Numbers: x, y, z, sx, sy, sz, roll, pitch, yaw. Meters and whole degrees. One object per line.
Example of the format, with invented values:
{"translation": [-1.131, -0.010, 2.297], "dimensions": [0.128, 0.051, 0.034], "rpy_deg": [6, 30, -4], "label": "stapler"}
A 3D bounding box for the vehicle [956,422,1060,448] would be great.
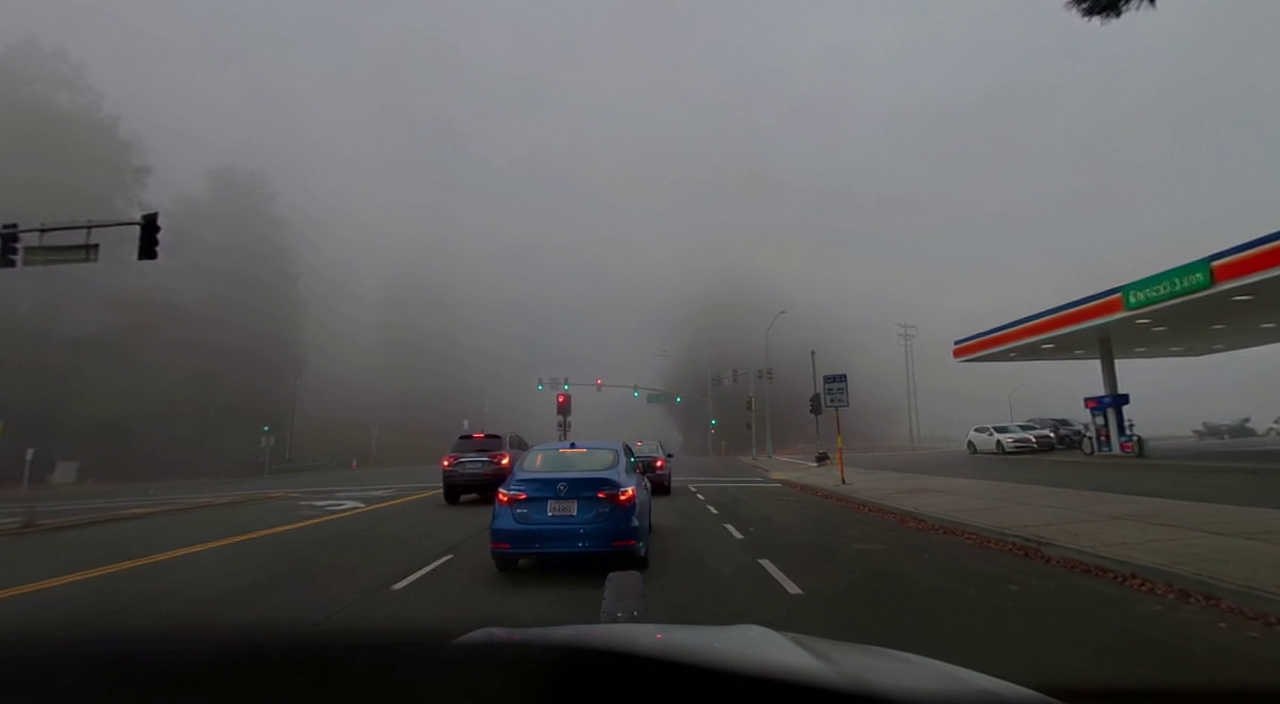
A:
{"translation": [21.905, 4.994, 37.763], "dimensions": [4.874, 1.502, 2.048], "rpy_deg": [0, -8, 1], "label": "vehicle"}

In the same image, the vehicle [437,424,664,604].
{"translation": [-0.687, 1.712, 7.666], "dimensions": [1.916, 1.510, 4.447], "rpy_deg": [0, -8, 2], "label": "vehicle"}
